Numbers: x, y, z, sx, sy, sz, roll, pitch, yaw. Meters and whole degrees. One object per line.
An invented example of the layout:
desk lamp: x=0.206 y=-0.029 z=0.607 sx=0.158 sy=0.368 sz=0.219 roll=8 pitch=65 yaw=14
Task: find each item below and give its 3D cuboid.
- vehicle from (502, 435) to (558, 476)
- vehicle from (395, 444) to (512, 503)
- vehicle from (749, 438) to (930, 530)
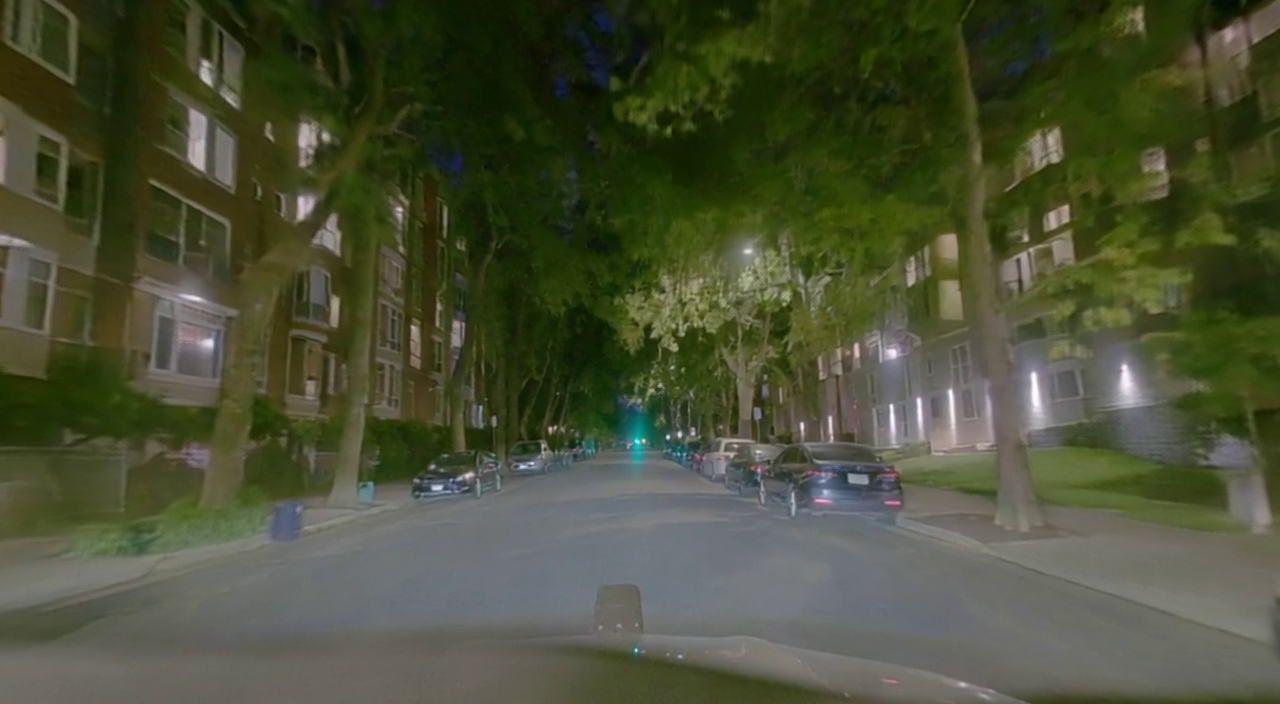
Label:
vehicle: x=-5.476 y=5.215 z=32.067 sx=2.069 sy=1.881 sz=4.697 roll=0 pitch=-8 yaw=-1
vehicle: x=-5.319 y=3.489 z=18.734 sx=2.080 sy=1.458 sz=4.511 roll=-2 pitch=-8 yaw=0
vehicle: x=3.644 y=2.479 z=12.627 sx=1.881 sy=1.460 sz=4.737 roll=1 pitch=-8 yaw=-3
